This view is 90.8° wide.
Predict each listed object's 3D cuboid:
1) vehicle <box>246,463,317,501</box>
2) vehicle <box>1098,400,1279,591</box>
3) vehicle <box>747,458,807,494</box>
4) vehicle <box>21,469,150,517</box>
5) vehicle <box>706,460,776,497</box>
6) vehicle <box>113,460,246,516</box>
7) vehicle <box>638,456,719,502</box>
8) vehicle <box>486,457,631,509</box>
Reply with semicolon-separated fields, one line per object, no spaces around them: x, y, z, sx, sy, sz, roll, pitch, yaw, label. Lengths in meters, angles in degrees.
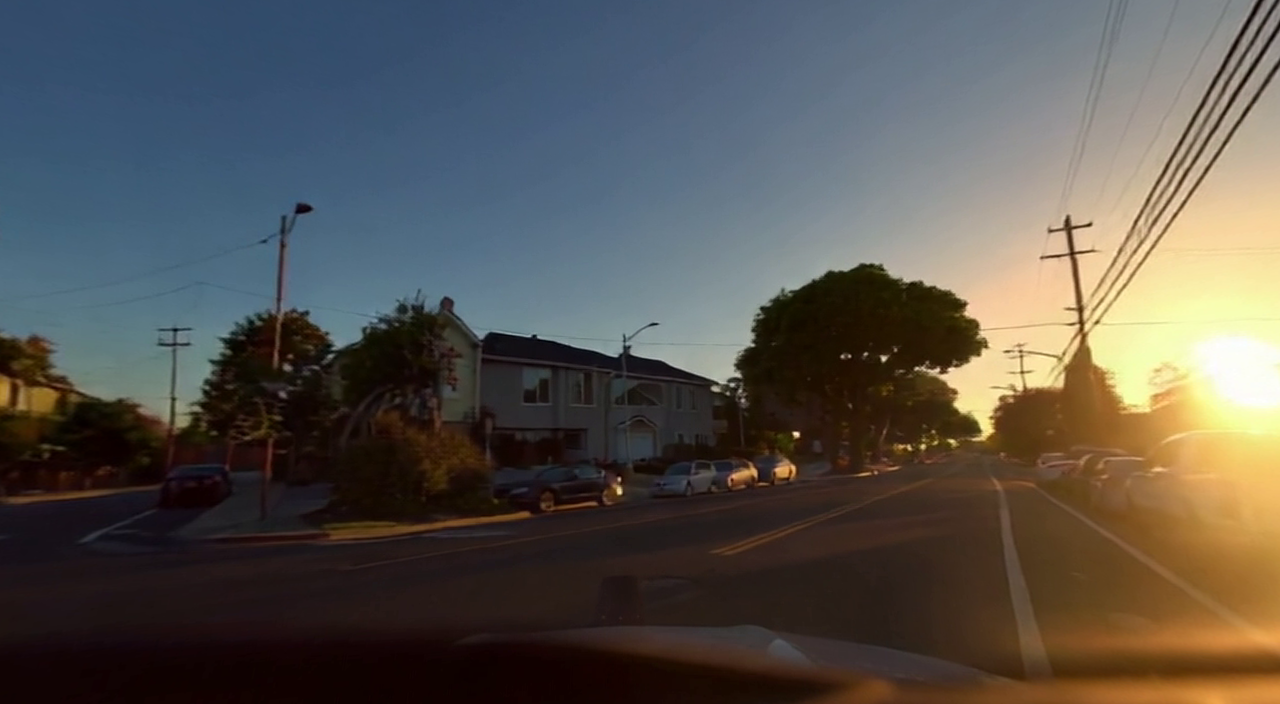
-18.157;6.570;32.204;1.989;1.683;3.918;2;-9;-13;vehicle
8.089;1.768;8.569;2.199;1.885;5.461;-5;-10;28;vehicle
9.015;8.008;41.222;2.282;2.060;5.738;-5;-10;27;vehicle
-26.132;6.625;30.090;2.287;1.830;5.343;2;-9;-14;vehicle
5.873;7.135;36.103;2.089;1.837;5.499;-5;-10;29;vehicle
-15.458;4.535;21.554;1.981;1.579;4.446;2;-9;-13;vehicle
1.867;5.734;28.930;1.937;1.837;4.414;-5;-10;29;vehicle
-2.593;4.458;21.430;2.136;1.431;5.197;-10;-15;29;vehicle
